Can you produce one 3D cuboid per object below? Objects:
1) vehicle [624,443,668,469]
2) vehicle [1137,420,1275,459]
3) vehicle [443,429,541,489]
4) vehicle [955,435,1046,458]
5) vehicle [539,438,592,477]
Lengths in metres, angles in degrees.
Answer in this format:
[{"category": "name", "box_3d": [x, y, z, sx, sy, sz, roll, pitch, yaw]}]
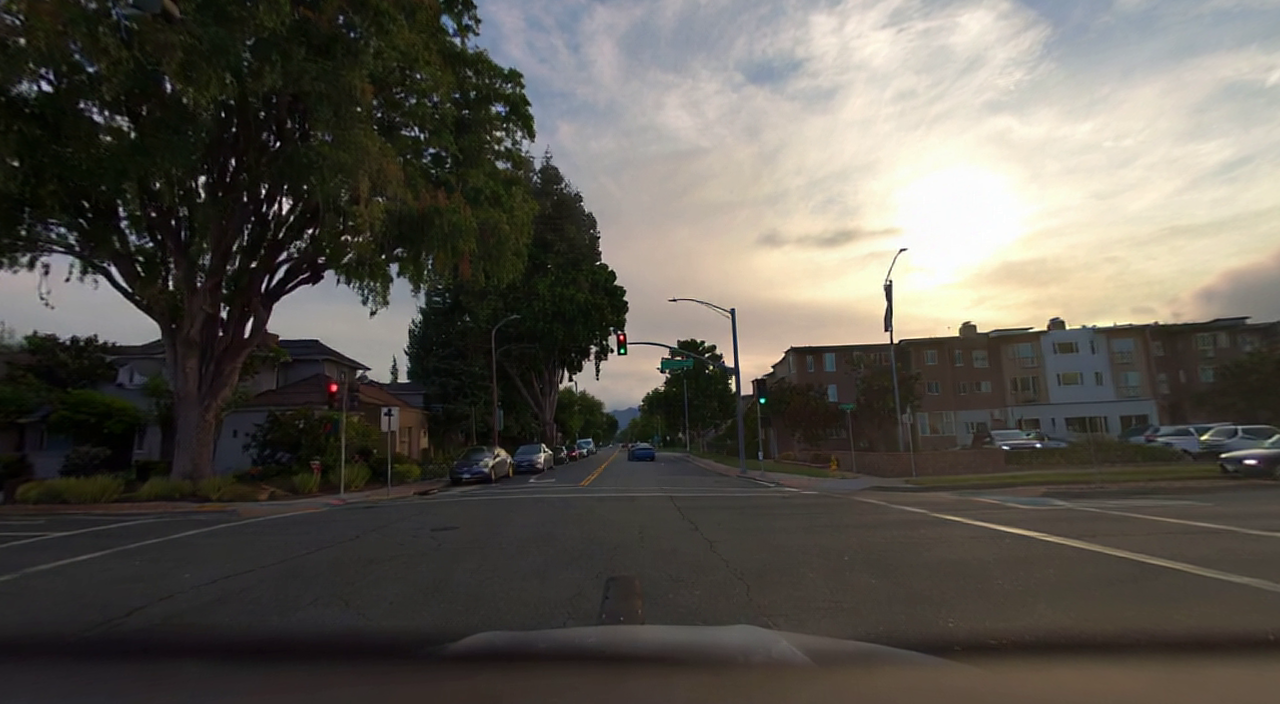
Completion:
[{"category": "vehicle", "box_3d": [0.290, 6.378, 38.860, 2.056, 1.493, 4.535, 1, -9, -8]}, {"category": "vehicle", "box_3d": [33.263, 5.158, 37.238, 5.969, 2.149, 2.331, 0, -9, -4]}, {"category": "vehicle", "box_3d": [-6.501, 4.832, 28.959, 2.896, 2.339, 7.322, 0, -9, -1]}, {"category": "vehicle", "box_3d": [24.968, 6.552, 43.838, 5.172, 1.515, 1.851, 0, -9, -2]}, {"category": "vehicle", "box_3d": [-3.649, 5.280, 31.914, 2.120, 1.783, 4.788, 0, -9, 0]}]
